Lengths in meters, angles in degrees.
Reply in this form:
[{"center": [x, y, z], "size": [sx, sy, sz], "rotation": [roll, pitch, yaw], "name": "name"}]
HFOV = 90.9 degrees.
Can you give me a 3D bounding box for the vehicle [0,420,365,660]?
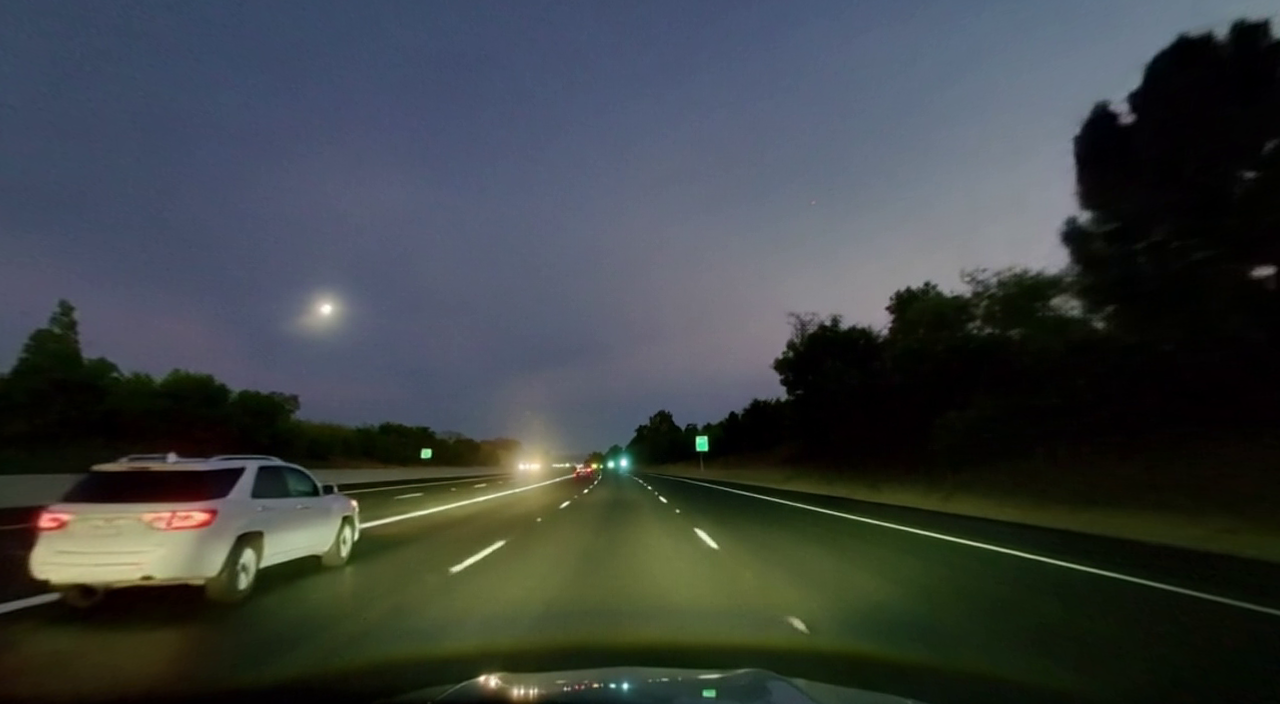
[{"center": [-4.521, 1.593, 6.130], "size": [2.025, 1.584, 3.657], "rotation": [1, -10, -1], "name": "vehicle"}]
